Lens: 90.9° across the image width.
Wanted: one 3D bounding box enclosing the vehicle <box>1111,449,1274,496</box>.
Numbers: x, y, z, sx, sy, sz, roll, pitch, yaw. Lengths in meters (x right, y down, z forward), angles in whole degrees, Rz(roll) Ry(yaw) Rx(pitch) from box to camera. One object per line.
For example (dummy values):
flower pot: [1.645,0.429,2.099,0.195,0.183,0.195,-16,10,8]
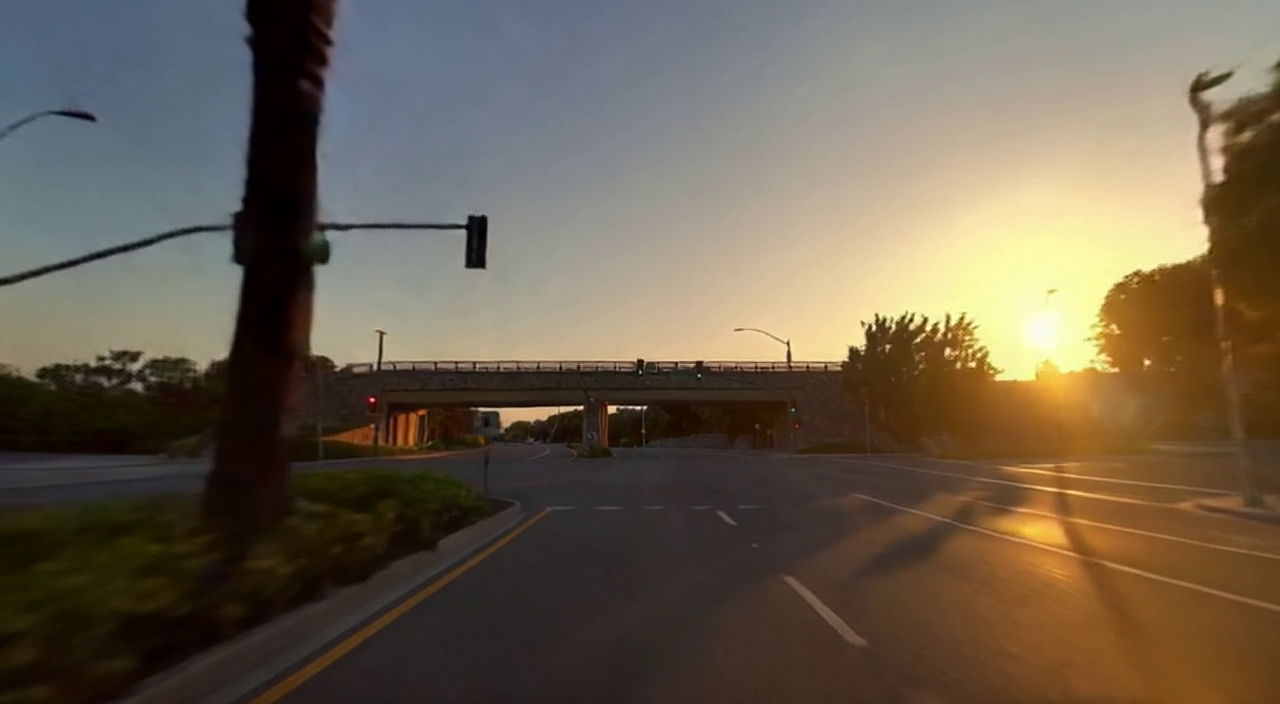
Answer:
vehicle: [18.673,4.027,21.340,4.556,1.436,1.982,3,-10,-19]
